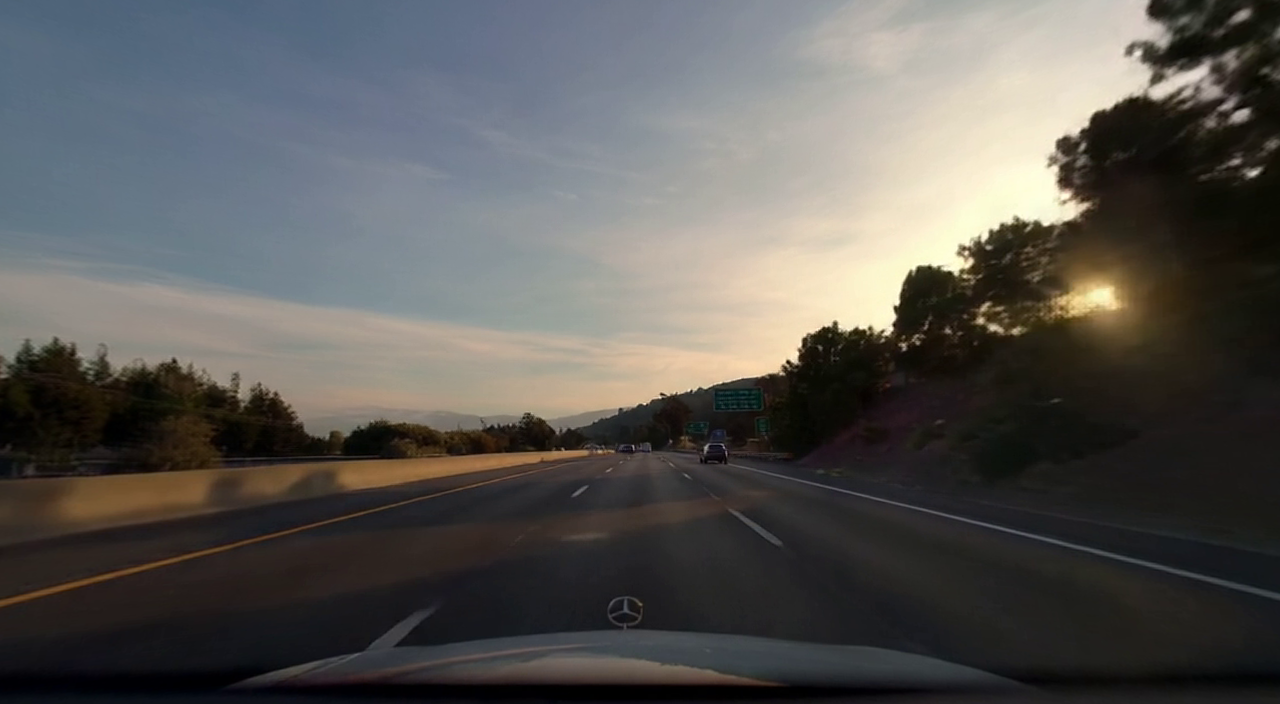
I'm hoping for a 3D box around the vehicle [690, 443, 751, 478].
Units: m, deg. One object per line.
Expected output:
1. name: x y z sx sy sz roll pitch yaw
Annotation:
1. vehicle: 3.613 4.963 29.094 2.193 1.462 4.533 0 -8 -1
